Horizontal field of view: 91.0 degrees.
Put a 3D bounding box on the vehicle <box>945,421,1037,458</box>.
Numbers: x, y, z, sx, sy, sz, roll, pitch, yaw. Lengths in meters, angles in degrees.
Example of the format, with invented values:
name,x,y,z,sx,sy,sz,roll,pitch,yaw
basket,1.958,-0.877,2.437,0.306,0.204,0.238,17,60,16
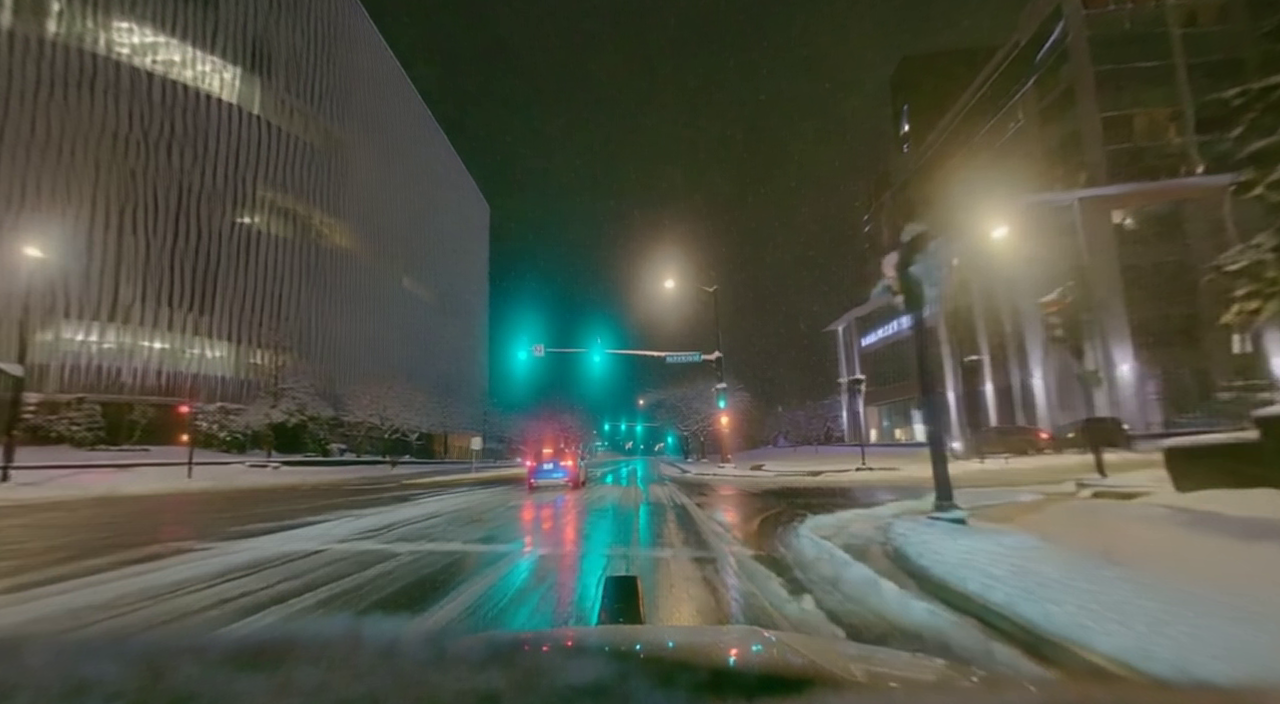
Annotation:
name,x,y,z,sx,sy,sz,roll,pitch,yaw
vehicle,16.717,4.240,30.277,1.851,1.594,4.324,0,-9,0

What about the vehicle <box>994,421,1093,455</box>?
name,x,y,z,sx,sy,sz,roll,pitch,yaw
vehicle,19.297,4.186,30.368,2.004,1.530,4.158,0,-9,0

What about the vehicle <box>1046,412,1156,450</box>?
name,x,y,z,sx,sy,sz,roll,pitch,yaw
vehicle,21.963,3.865,30.274,1.928,1.707,4.381,0,-9,0

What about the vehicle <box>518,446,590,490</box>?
name,x,y,z,sx,sy,sz,roll,pitch,yaw
vehicle,-3.127,4.331,23.826,1.971,1.486,4.380,-1,-9,2
